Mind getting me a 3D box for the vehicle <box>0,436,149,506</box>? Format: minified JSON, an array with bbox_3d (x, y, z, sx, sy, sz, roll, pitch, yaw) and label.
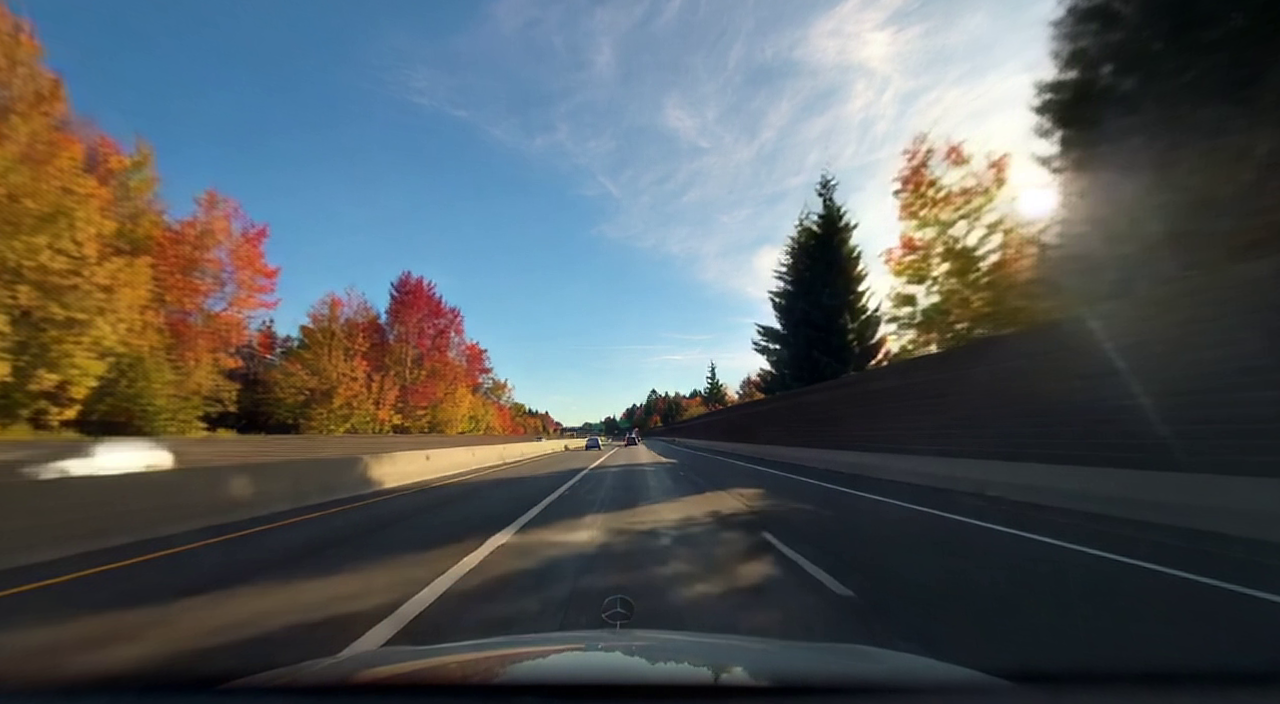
[{"bbox_3d":[-16.388,3.206,17.551,1.958,1.710,4.234,0,-8,-1],"label":"vehicle"}]
